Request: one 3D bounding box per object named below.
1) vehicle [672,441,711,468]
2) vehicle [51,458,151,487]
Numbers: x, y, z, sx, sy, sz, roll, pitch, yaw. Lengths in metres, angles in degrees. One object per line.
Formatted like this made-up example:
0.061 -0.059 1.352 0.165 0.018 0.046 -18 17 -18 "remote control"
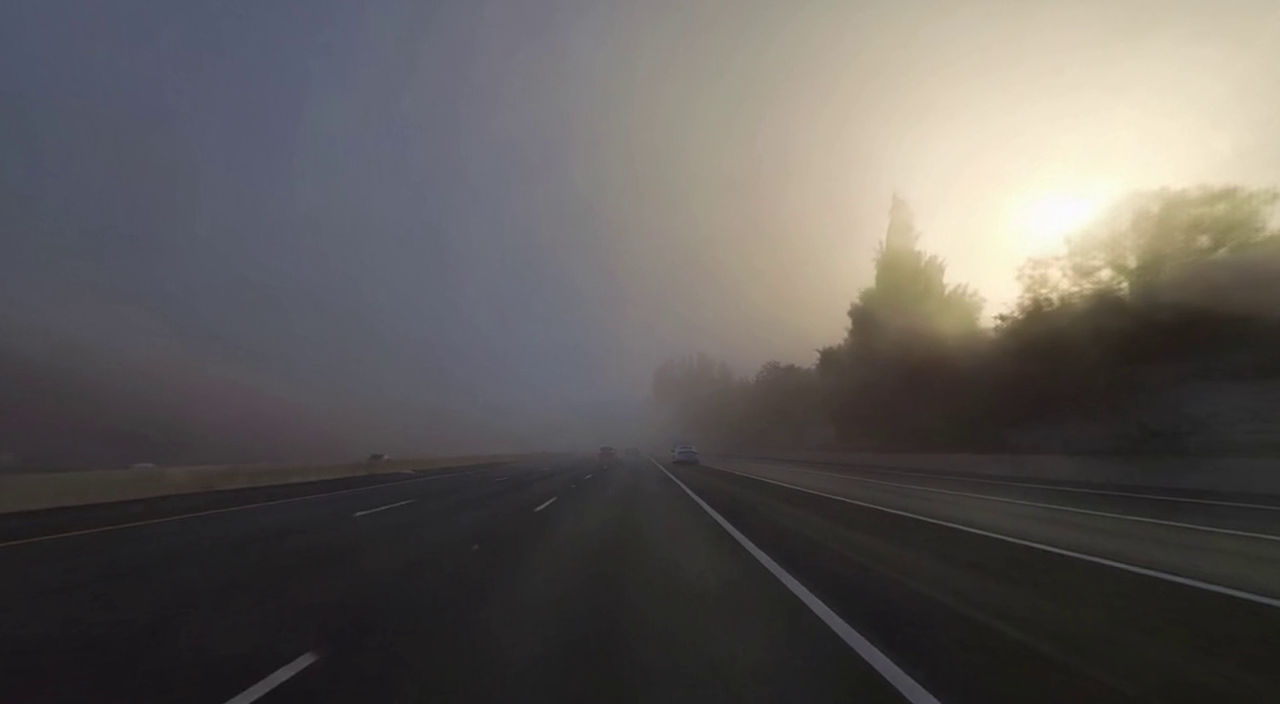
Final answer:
3.409 6.916 42.746 2.130 1.677 4.317 0 -9 -1 "vehicle"
-38.232 8.538 45.062 2.077 1.826 5.724 0 -9 0 "vehicle"
